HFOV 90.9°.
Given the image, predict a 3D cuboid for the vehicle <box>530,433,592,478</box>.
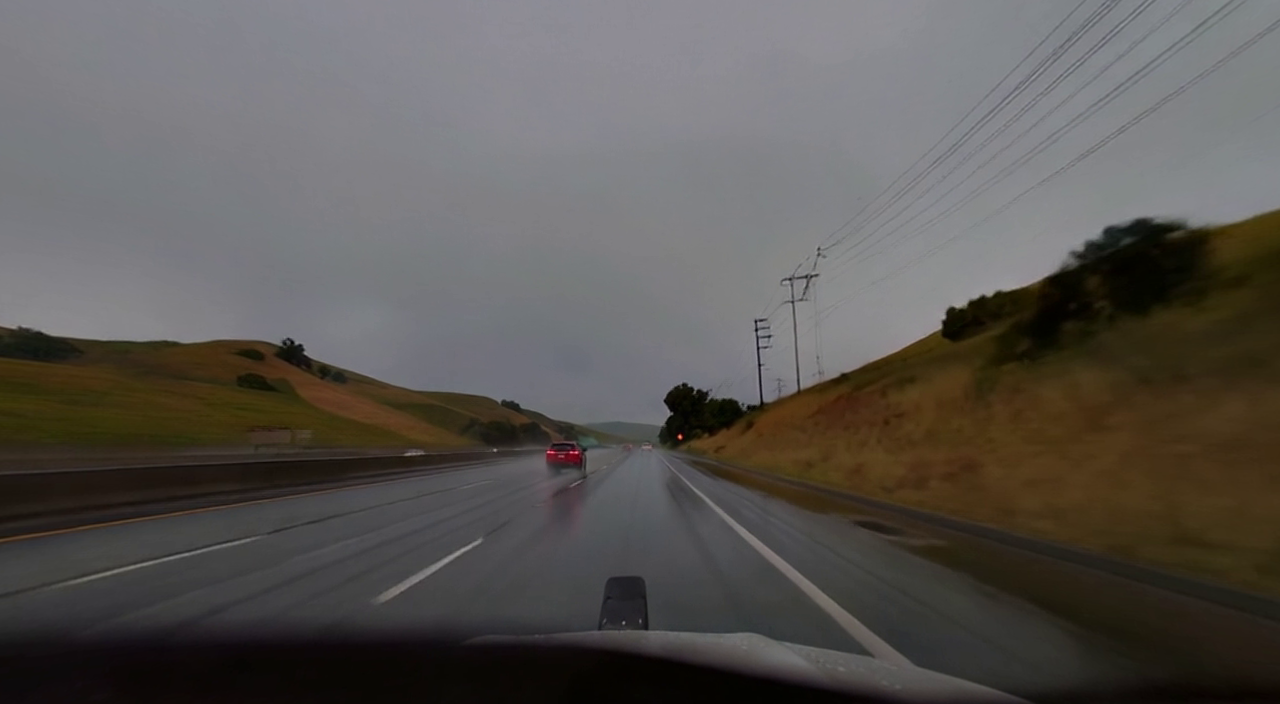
[{"bbox_3d":[-3.503,4.704,28.889,2.136,1.845,4.515,0,-8,1],"label":"vehicle"}]
